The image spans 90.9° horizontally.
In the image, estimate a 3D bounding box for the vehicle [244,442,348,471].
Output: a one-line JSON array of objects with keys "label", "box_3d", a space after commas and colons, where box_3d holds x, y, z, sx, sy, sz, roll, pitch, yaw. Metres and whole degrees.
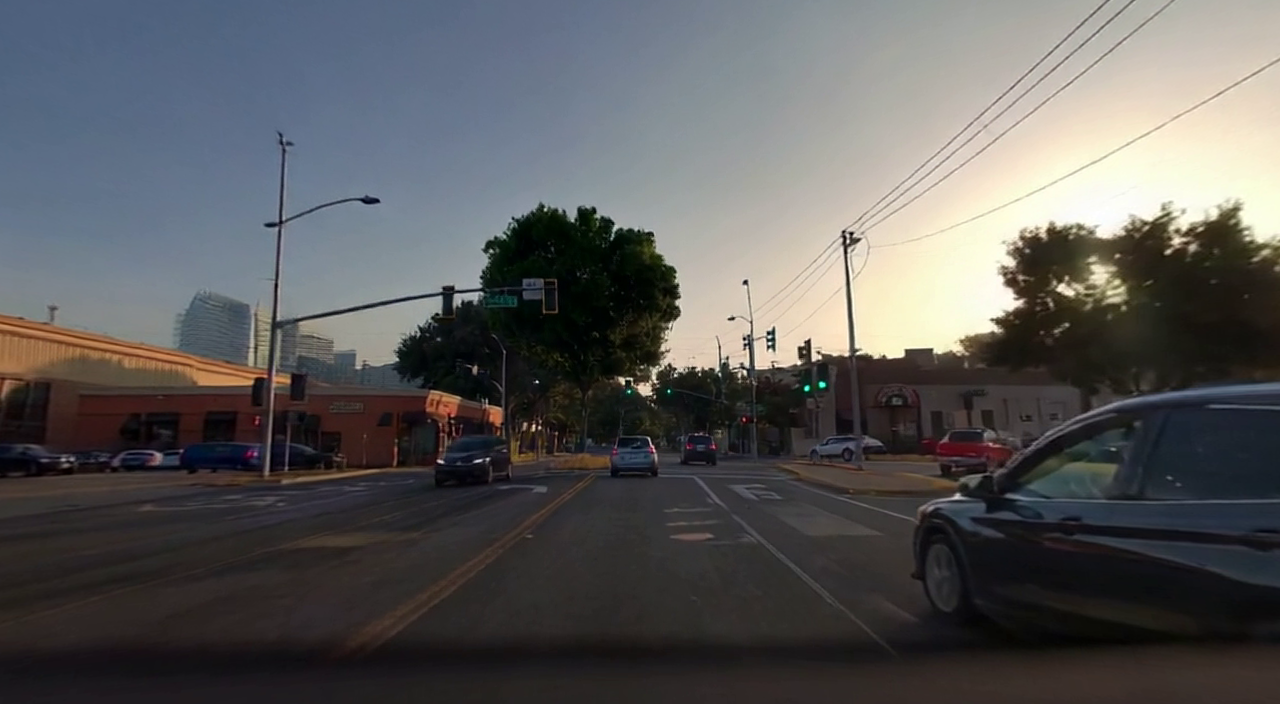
[{"label": "vehicle", "box_3d": [-18.778, 5.720, 34.552, 4.561, 1.531, 1.990, 0, -8, 1]}]

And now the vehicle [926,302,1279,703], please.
[{"label": "vehicle", "box_3d": [3.392, 0.755, 2.301, 2.335, 1.812, 5.041, 0, -8, 0]}]

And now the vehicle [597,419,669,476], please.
[{"label": "vehicle", "box_3d": [-0.249, 3.928, 25.991, 2.638, 2.065, 5.313, 0, -8, 0]}]

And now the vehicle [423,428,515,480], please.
[{"label": "vehicle", "box_3d": [-6.721, 4.072, 25.383, 2.335, 1.909, 4.593, 0, -8, 1]}]

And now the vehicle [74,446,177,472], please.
[{"label": "vehicle", "box_3d": [-30.931, 6.423, 37.986, 4.466, 1.527, 2.028, 0, -8, 2]}]

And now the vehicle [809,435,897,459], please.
[{"label": "vehicle", "box_3d": [14.251, 6.381, 42.391, 5.218, 1.558, 1.963, 0, -8, -1]}]

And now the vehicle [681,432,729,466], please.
[{"label": "vehicle", "box_3d": [3.681, 5.607, 36.600, 2.276, 1.787, 4.630, 0, -8, -1]}]

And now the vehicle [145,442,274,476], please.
[{"label": "vehicle", "box_3d": [-21.128, 5.259, 31.079, 4.839, 1.604, 2.058, -1, -8, 2]}]

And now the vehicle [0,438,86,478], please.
[{"label": "vehicle", "box_3d": [-31.597, 5.225, 31.243, 5.964, 1.893, 2.363, 0, -8, 1]}]
